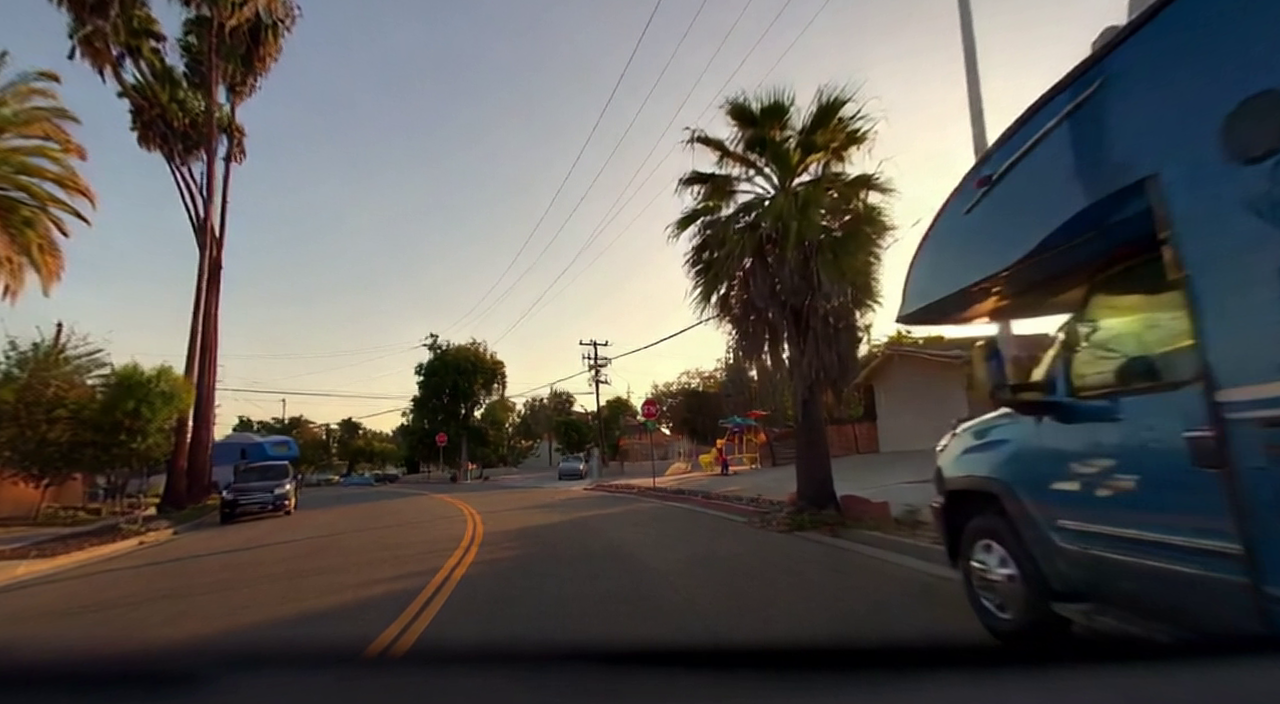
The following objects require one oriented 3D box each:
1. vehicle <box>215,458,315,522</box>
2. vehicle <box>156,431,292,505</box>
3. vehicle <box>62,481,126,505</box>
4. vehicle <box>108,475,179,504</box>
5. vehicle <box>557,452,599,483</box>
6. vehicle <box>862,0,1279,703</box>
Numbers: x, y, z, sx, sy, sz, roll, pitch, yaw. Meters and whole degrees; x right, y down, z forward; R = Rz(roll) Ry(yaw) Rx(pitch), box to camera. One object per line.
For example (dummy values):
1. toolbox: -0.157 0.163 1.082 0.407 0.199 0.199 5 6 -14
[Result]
1. vehicle: -10.917 3.960 18.713 2.085 1.545 4.340 4 -9 -25
2. vehicle: -24.710 6.653 37.136 11.364 3.720 3.216 -7 -11 39
3. vehicle: -40.193 10.353 46.489 4.164 1.504 2.025 -5 -10 27
4. vehicle: -34.343 9.468 43.695 4.527 1.732 2.059 -5 -9 27
5. vehicle: -4.417 7.948 43.932 2.508 1.887 5.930 1 -8 -9
6. vehicle: 3.108 -0.211 0.816 2.853 3.082 7.767 0 -8 1
